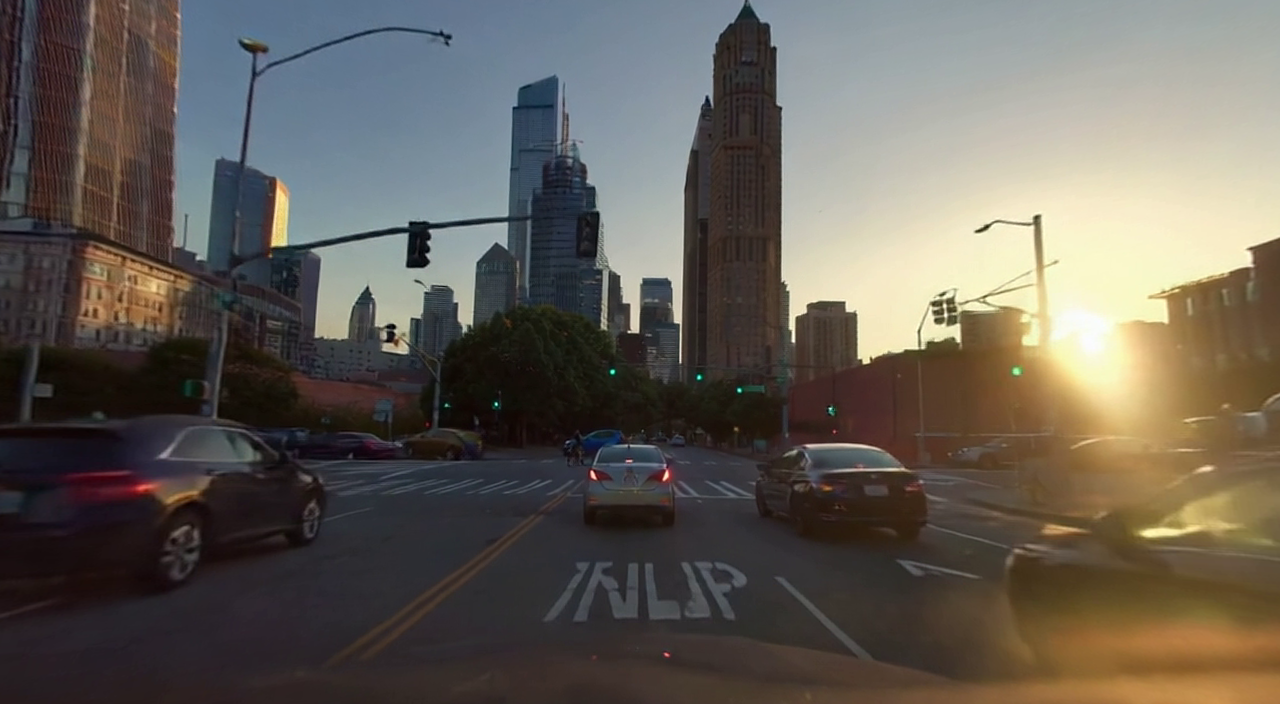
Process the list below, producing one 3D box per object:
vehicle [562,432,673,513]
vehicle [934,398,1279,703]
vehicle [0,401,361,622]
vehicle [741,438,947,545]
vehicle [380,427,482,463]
[{"bbox_3d":[-0.488,2.475,13.500,2.031,1.461,3.763,0,-8,-3],"label":"vehicle"},{"bbox_3d":[3.266,0.977,2.501,1.973,1.537,4.533,0,-8,0],"label":"vehicle"},{"bbox_3d":[-5.050,1.523,7.093,2.111,1.661,4.537,1,-8,-6],"label":"vehicle"},{"bbox_3d":[3.142,2.215,10.861,1.942,1.443,4.468,0,-8,-1],"label":"vehicle"},{"bbox_3d":[-10.305,4.563,31.100,4.556,1.689,1.982,-3,-9,23],"label":"vehicle"}]
